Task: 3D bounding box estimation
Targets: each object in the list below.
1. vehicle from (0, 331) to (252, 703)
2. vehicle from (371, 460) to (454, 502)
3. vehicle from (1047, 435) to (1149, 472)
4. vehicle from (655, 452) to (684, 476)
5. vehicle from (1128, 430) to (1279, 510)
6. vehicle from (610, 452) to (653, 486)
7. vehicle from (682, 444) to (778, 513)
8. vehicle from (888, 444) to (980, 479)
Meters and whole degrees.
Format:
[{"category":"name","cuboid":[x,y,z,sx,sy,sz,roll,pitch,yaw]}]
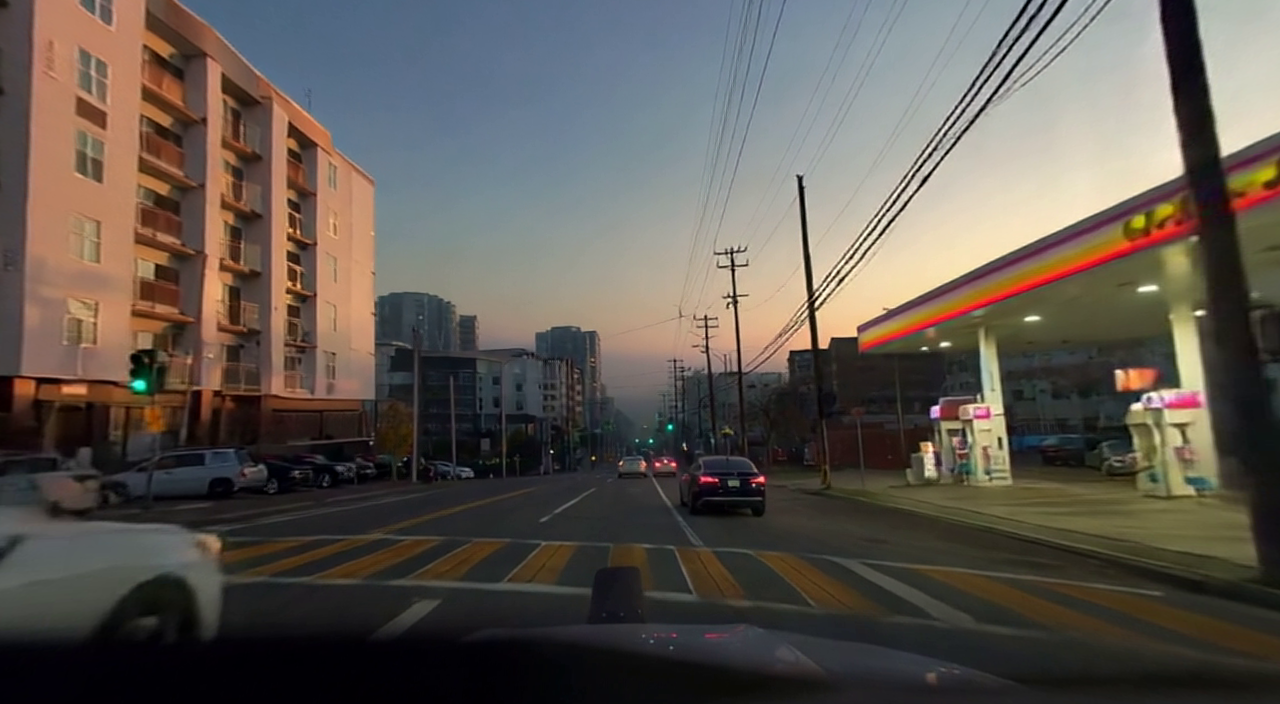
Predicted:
[{"category":"vehicle","cuboid":[-3.210,0.668,1.107,2.221,1.706,4.451,-1,-8,0]},{"category":"vehicle","cuboid":[-9.536,5.406,26.899,1.859,1.451,4.447,-1,-8,1]},{"category":"vehicle","cuboid":[21.109,4.666,29.347,1.856,1.530,3.933,-1,-8,2]},{"category":"vehicle","cuboid":[2.262,8.599,48.751,1.953,1.687,4.094,-1,-8,-1]},{"category":"vehicle","cuboid":[15.316,2.744,15.031,5.302,1.633,2.206,-5,-6,19]},{"category":"vehicle","cuboid":[-0.421,5.811,31.570,1.999,1.487,3.939,-1,-8,0]},{"category":"vehicle","cuboid":[2.395,3.458,17.890,1.945,1.647,4.160,0,-8,-2]},{"category":"vehicle","cuboid":[13.587,5.053,29.571,1.846,1.480,4.649,0,-8,-3]}]
